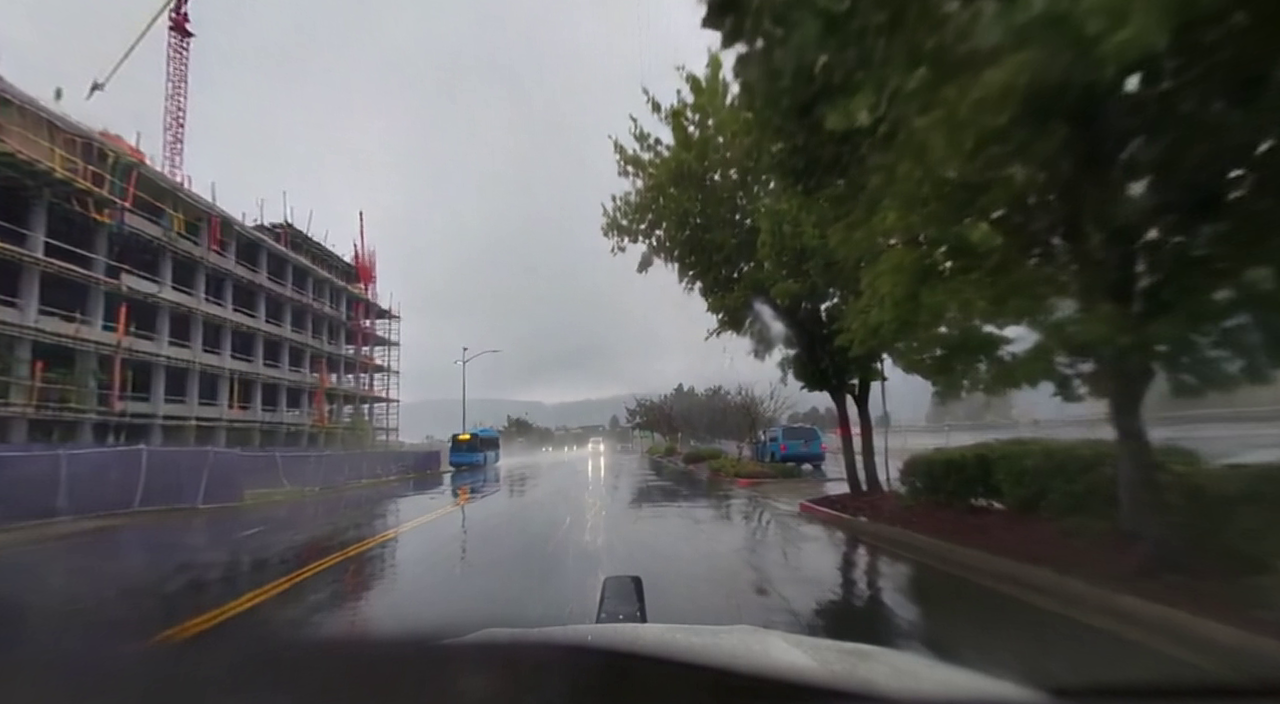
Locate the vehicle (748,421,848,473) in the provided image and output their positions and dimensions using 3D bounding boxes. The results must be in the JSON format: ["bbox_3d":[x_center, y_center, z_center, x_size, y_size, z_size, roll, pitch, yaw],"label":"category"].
[{"bbox_3d":[6.364,3.969,26.411,2.267,1.911,5.816,1,-9,-5],"label":"vehicle"}]

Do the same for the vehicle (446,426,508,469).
[{"bbox_3d":[-11.735,6.944,45.992,2.979,2.803,5.962,-1,-8,-1],"label":"vehicle"}]
